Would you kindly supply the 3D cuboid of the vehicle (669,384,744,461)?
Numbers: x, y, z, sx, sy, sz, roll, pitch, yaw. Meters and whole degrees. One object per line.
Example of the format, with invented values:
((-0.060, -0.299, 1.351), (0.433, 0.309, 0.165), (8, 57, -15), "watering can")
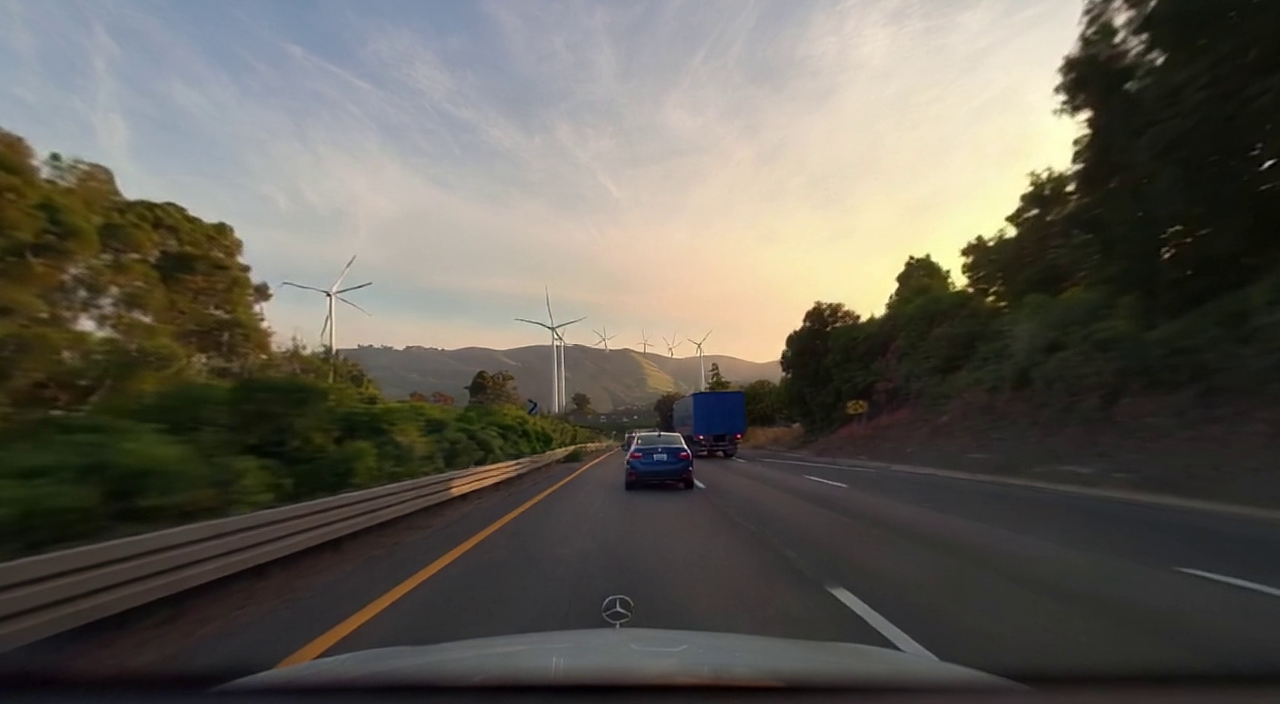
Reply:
((3.911, 4.770, 41.292), (3.129, 4.126, 14.913), (0, -8, -1), "vehicle")

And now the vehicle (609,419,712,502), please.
((0.320, 2.445, 14.664), (2.038, 1.624, 4.312), (0, -8, -2), "vehicle")
